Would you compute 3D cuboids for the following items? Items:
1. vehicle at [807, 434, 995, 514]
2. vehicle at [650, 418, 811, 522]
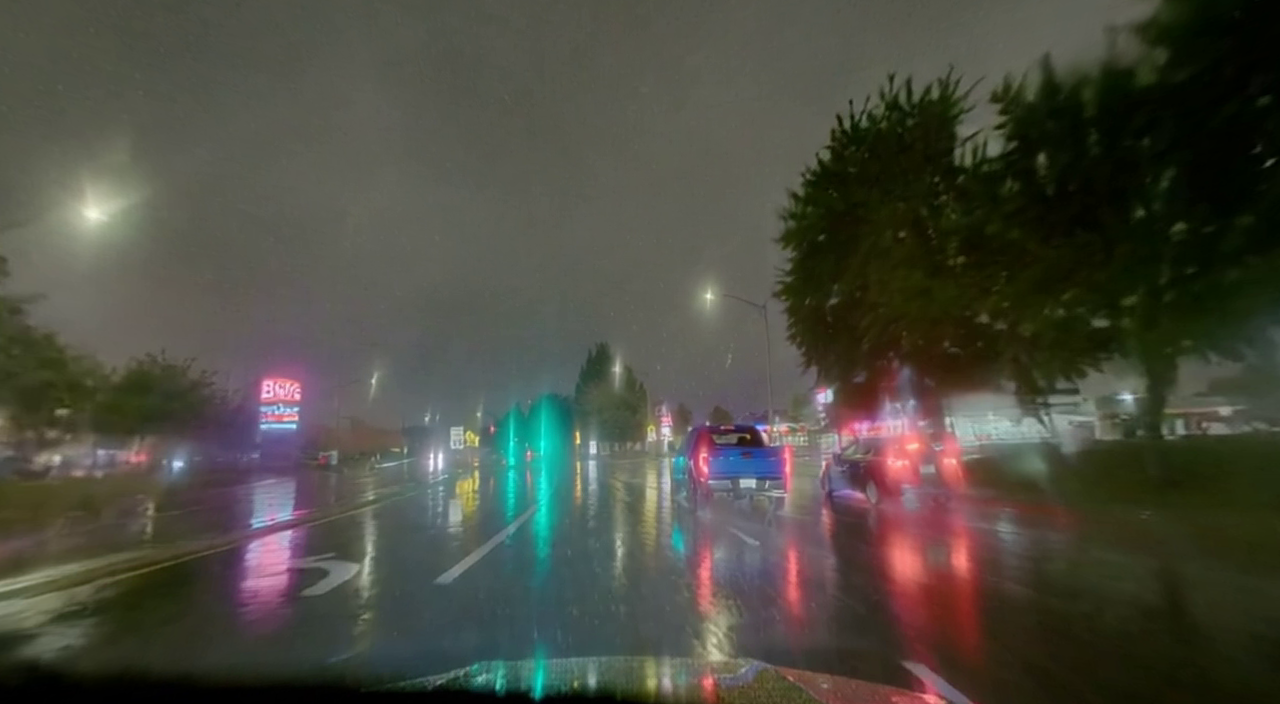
[{"bbox_3d":[5.490,2.607,14.041,1.986,1.480,4.296,1,-8,-6],"label":"vehicle"},{"bbox_3d":[1.597,2.379,13.336,2.214,1.749,4.998,1,-8,-5],"label":"vehicle"}]
